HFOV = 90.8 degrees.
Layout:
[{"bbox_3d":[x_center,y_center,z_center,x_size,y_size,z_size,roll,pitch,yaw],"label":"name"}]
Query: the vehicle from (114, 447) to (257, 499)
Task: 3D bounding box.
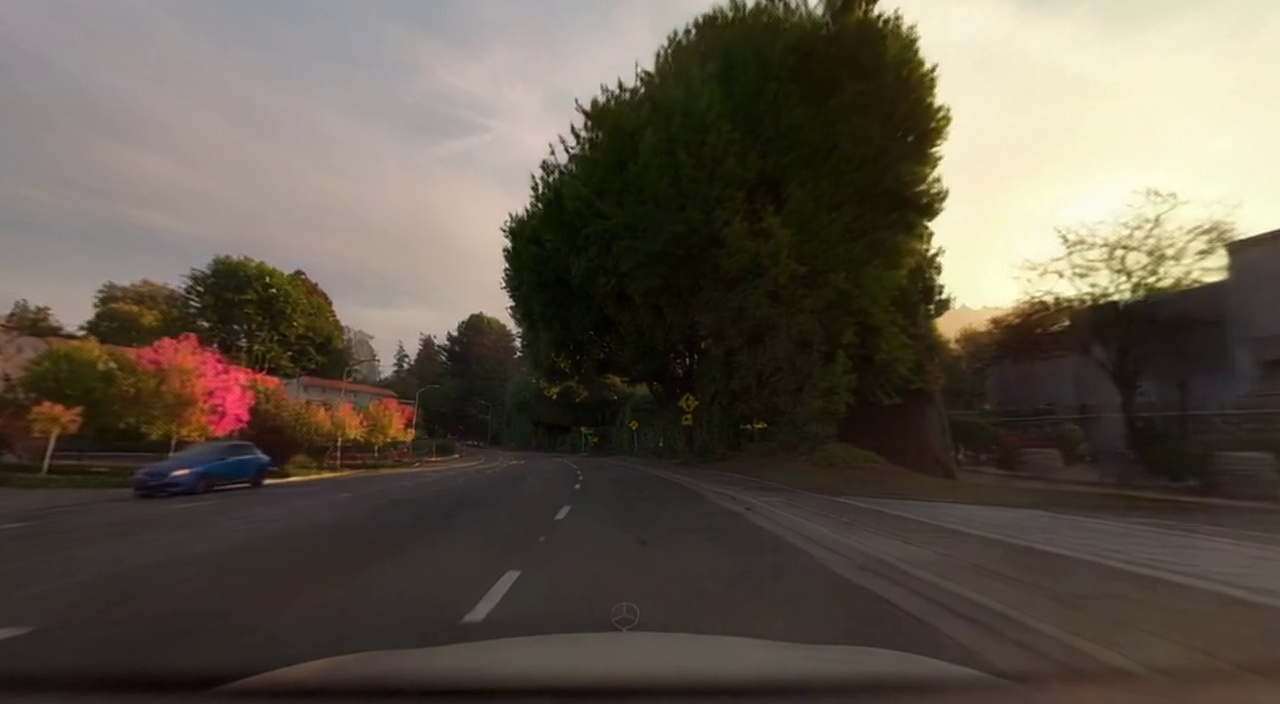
[{"bbox_3d":[-15.706,4.155,22.181,1.993,1.634,4.268,0,-9,-4],"label":"vehicle"}]
